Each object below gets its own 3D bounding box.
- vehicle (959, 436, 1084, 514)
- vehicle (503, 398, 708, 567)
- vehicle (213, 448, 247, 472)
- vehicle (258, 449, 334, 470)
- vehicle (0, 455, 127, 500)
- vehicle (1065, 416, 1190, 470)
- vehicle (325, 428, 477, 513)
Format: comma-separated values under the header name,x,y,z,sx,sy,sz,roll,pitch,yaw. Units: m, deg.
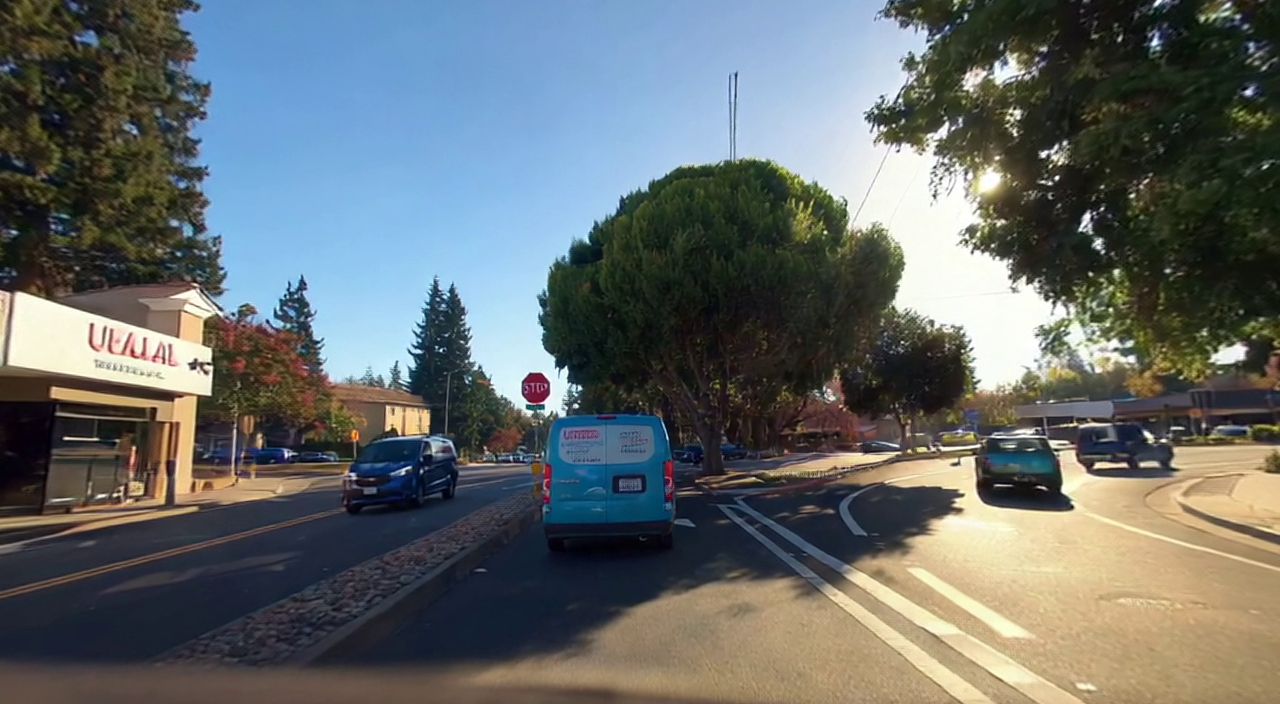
name,x,y,z,sx,sy,sz,roll,pitch,yaw
vehicle,8.817,2.800,14.969,2.079,1.504,4.828,-4,-10,27
vehicle,-0.315,1.769,9.257,2.237,1.828,4.546,0,-9,2
vehicle,-29.927,7.850,46.200,1.913,1.682,4.120,5,-10,-31
vehicle,-26.128,8.164,48.091,4.670,1.472,1.851,1,-9,-8
vehicle,-21.417,4.463,22.877,2.038,1.392,4.362,0,-9,-1
vehicle,19.722,3.699,25.517,4.946,1.973,2.204,5,-10,-31
vehicle,-5.511,2.780,15.323,1.985,1.710,4.651,0,-9,-2
